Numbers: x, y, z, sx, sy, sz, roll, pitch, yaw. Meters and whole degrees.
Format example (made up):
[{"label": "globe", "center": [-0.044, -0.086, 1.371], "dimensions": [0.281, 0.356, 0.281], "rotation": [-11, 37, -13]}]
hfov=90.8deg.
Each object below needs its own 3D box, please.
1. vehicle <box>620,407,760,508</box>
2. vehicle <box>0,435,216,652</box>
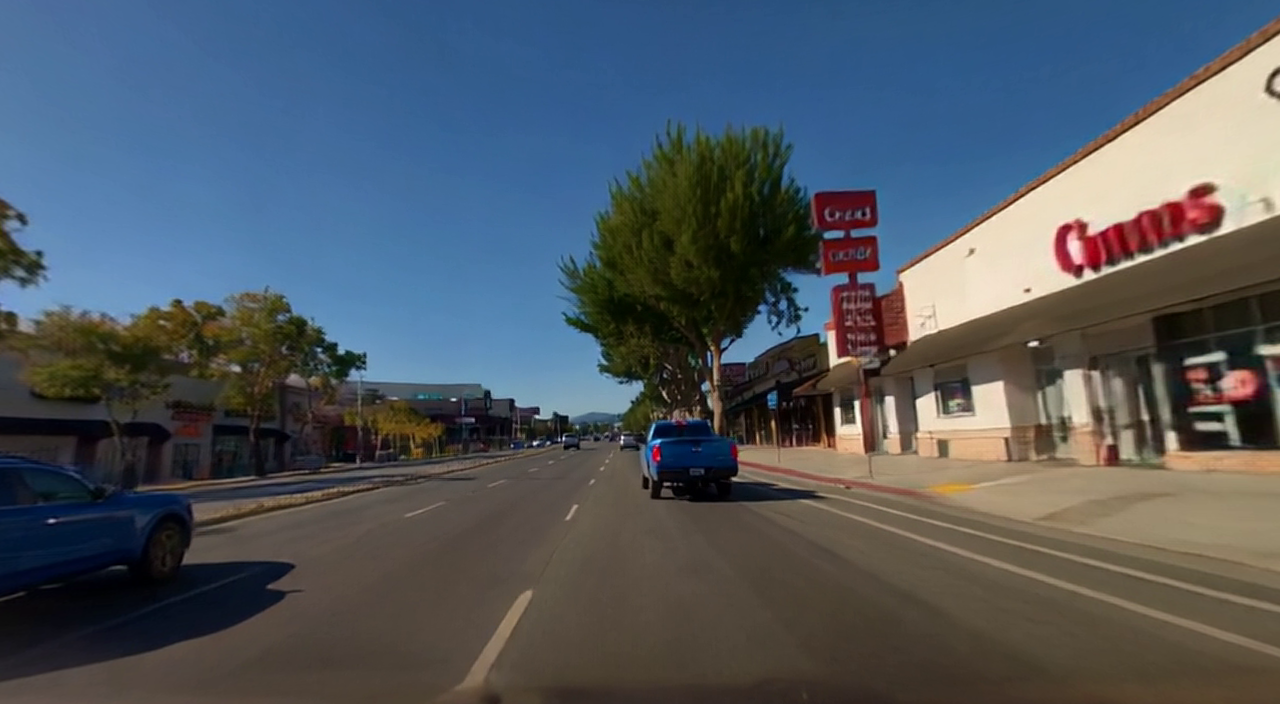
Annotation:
[{"label": "vehicle", "center": [0.884, 2.462, 15.204], "dimensions": [2.590, 1.932, 5.776], "rotation": [0, -8, -3]}, {"label": "vehicle", "center": [-5.198, 1.254, 4.023], "dimensions": [1.888, 1.424, 4.553], "rotation": [0, -8, -1]}]
